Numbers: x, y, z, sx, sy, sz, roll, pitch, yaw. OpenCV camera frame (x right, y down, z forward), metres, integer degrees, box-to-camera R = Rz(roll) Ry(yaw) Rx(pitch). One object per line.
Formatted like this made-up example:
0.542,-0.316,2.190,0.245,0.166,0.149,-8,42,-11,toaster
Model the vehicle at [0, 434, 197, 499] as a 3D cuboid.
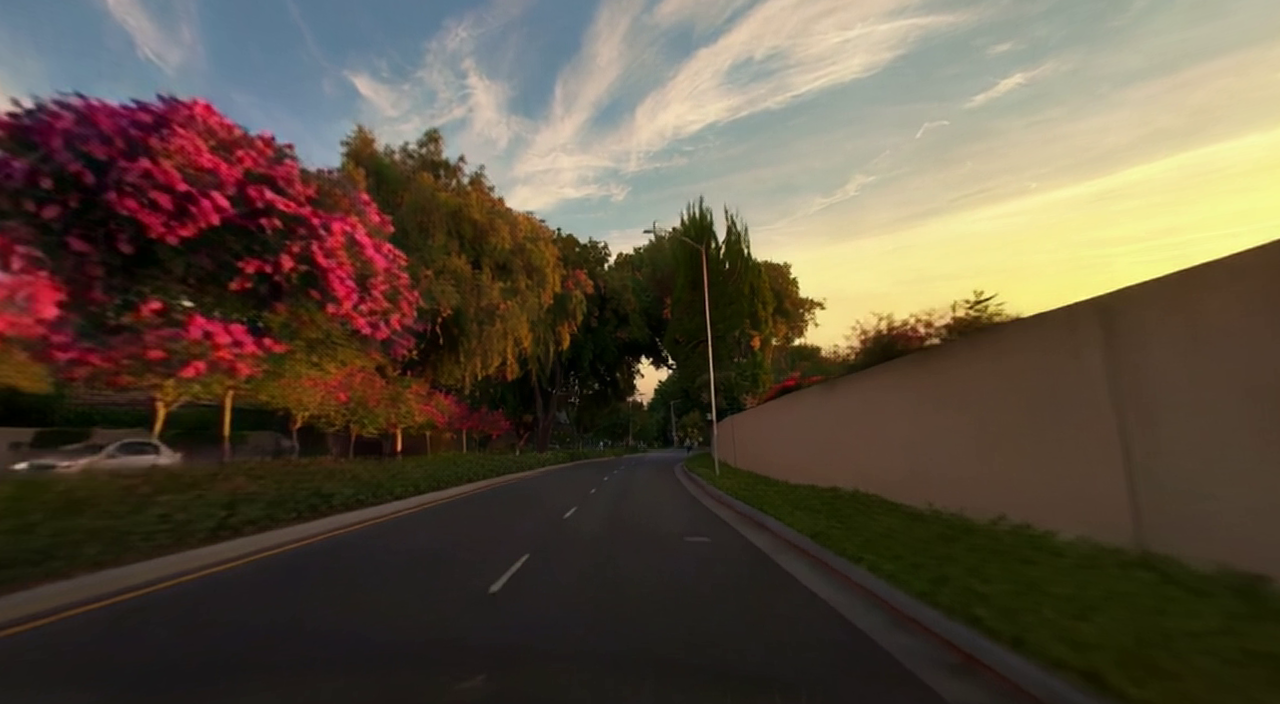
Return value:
-16.762,3.513,19.852,2.186,1.769,4.869,0,-8,-1,vehicle
